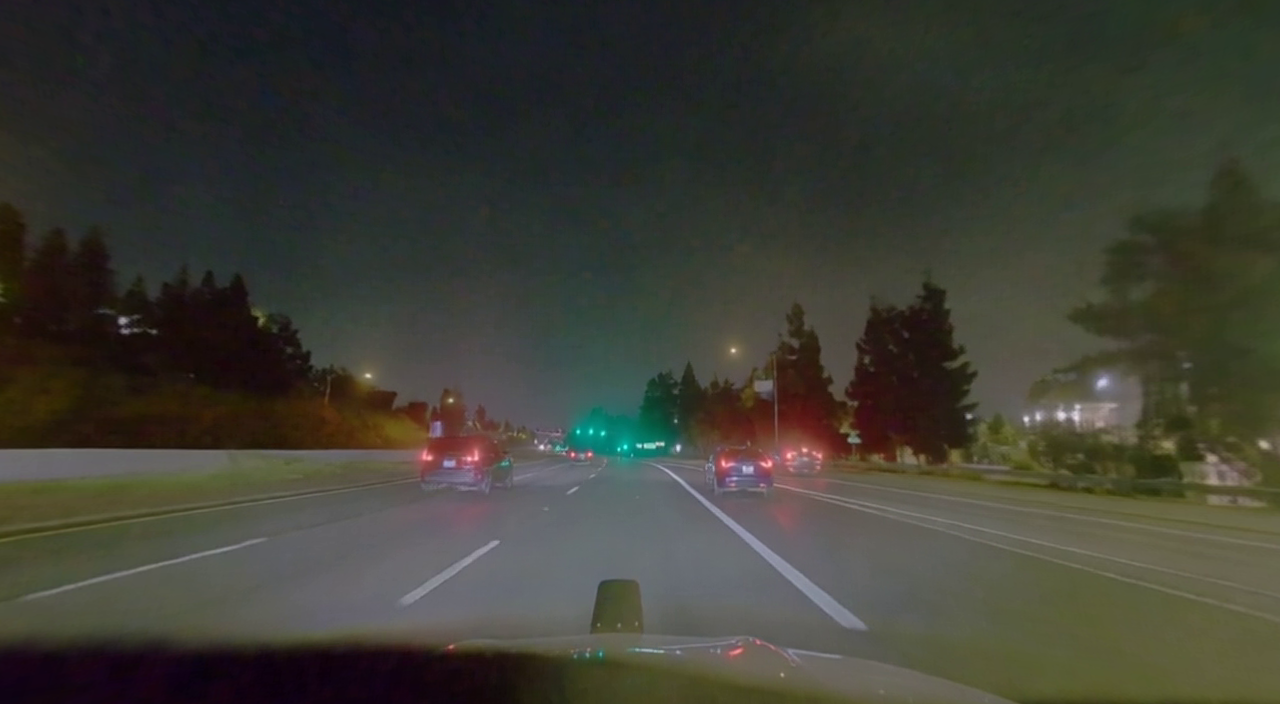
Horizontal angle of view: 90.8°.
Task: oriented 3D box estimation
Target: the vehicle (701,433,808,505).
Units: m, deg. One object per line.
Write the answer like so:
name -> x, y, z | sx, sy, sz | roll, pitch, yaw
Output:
vehicle -> 2.919, 3.074, 17.123 | 1.997, 1.686, 4.247 | 0, -8, -1

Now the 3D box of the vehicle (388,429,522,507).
vehicle -> -4.715, 3.030, 16.985 | 2.176, 1.779, 4.755 | 0, -8, 0
